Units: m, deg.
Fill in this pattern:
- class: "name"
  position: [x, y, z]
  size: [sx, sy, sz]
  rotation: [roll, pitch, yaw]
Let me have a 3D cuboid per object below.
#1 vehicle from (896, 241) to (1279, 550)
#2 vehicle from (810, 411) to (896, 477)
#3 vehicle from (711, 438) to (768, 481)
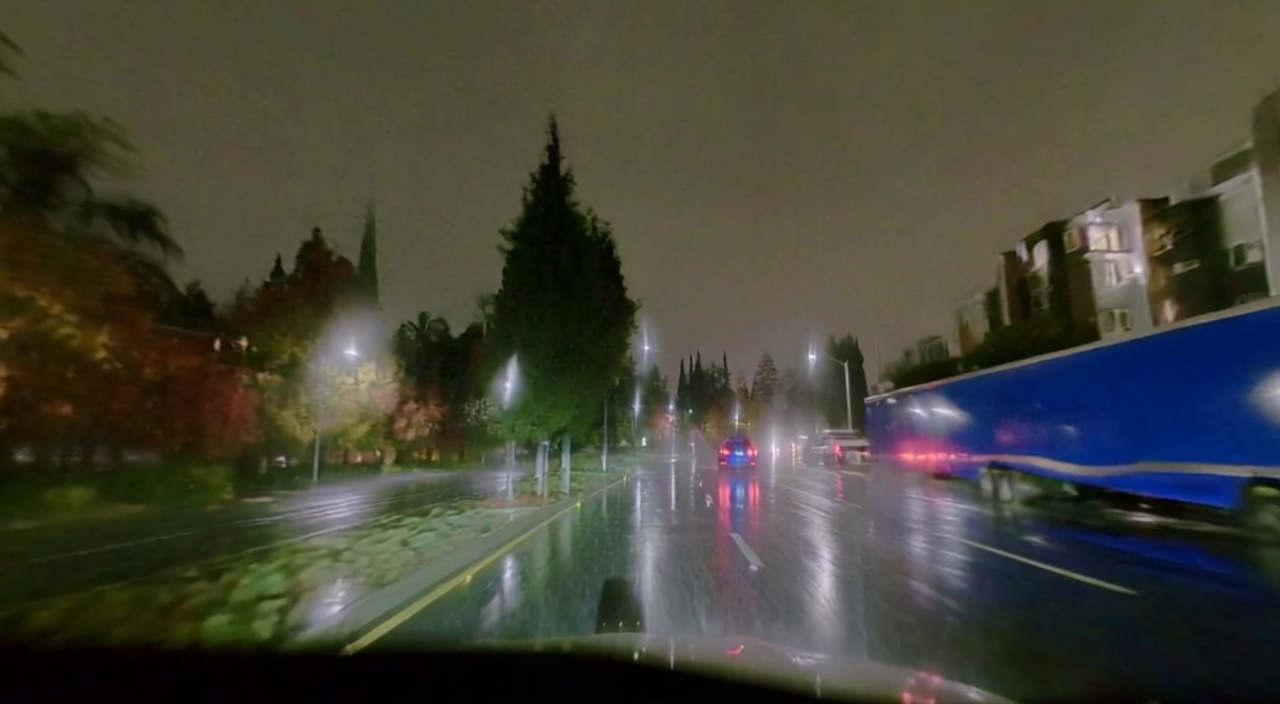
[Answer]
- class: "vehicle"
  position: [10.355, 1.324, 13.446]
  size: [2.887, 4.158, 18.418]
  rotation: [-1, -9, 2]
- class: "vehicle"
  position: [11.852, 5.222, 35.919]
  size: [2.893, 3.309, 7.300]
  rotation: [0, -9, 5]
- class: "vehicle"
  position: [4.542, 4.979, 29.572]
  size: [2.215, 1.812, 4.569]
  rotation: [-1, -9, 4]
